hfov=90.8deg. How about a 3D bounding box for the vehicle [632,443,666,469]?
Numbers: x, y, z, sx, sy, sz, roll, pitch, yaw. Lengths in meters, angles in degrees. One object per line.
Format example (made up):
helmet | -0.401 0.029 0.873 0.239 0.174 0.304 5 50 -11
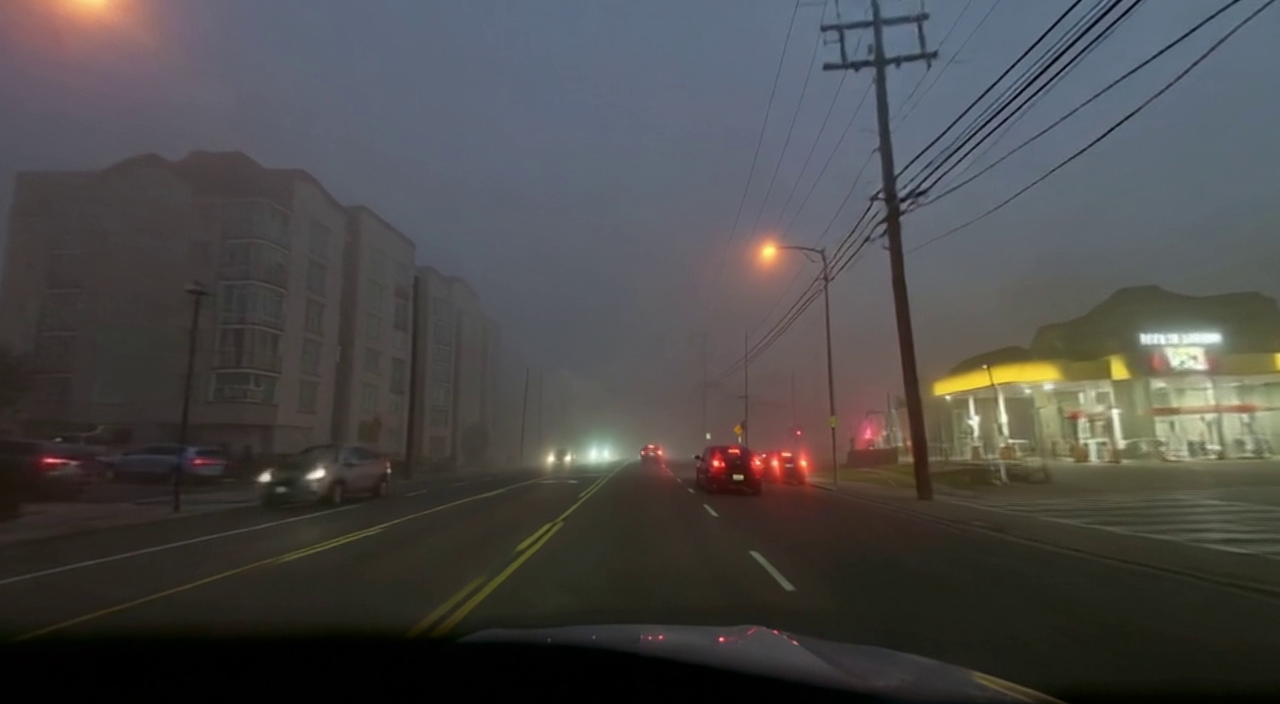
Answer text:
vehicle | 0.580 6.430 39.405 1.999 1.487 3.939 0 -8 2

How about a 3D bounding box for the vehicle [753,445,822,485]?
vehicle | 6.168 4.756 26.960 1.914 1.513 4.474 0 -8 1

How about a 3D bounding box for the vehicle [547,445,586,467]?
vehicle | -5.169 7.367 44.985 2.033 1.495 4.216 0 -8 3

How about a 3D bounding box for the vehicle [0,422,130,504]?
vehicle | -17.014 2.883 16.724 4.953 1.934 2.520 0 -9 6

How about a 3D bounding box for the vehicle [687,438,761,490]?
vehicle | 2.847 3.870 22.324 1.945 1.647 4.160 0 -8 -1

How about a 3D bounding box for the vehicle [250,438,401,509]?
vehicle | -8.924 3.437 18.468 2.000 1.796 4.529 0 -8 1

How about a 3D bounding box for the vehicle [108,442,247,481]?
vehicle | -18.532 4.376 25.454 4.182 1.486 1.808 0 -8 1
